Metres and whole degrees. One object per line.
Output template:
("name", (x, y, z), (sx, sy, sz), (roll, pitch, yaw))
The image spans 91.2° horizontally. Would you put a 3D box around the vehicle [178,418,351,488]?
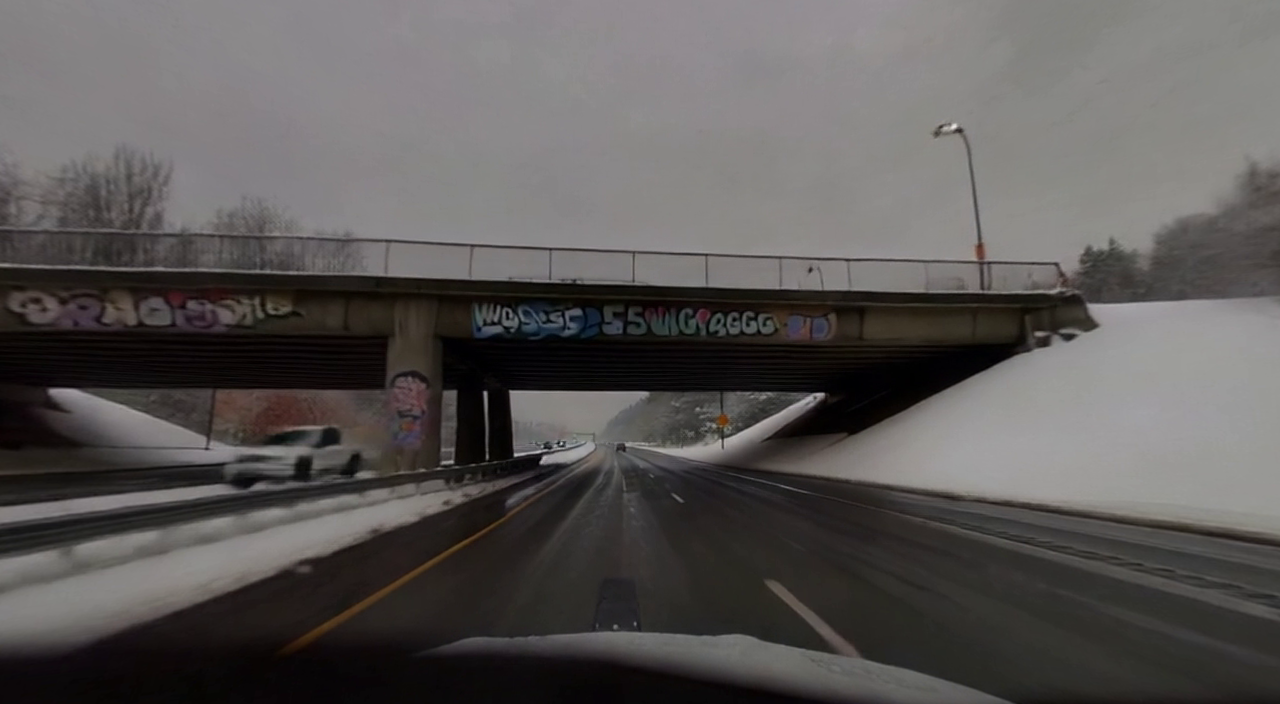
("vehicle", (-9.469, 2.609, 16.304), (1.931, 1.553, 4.205), (0, -9, -1))
